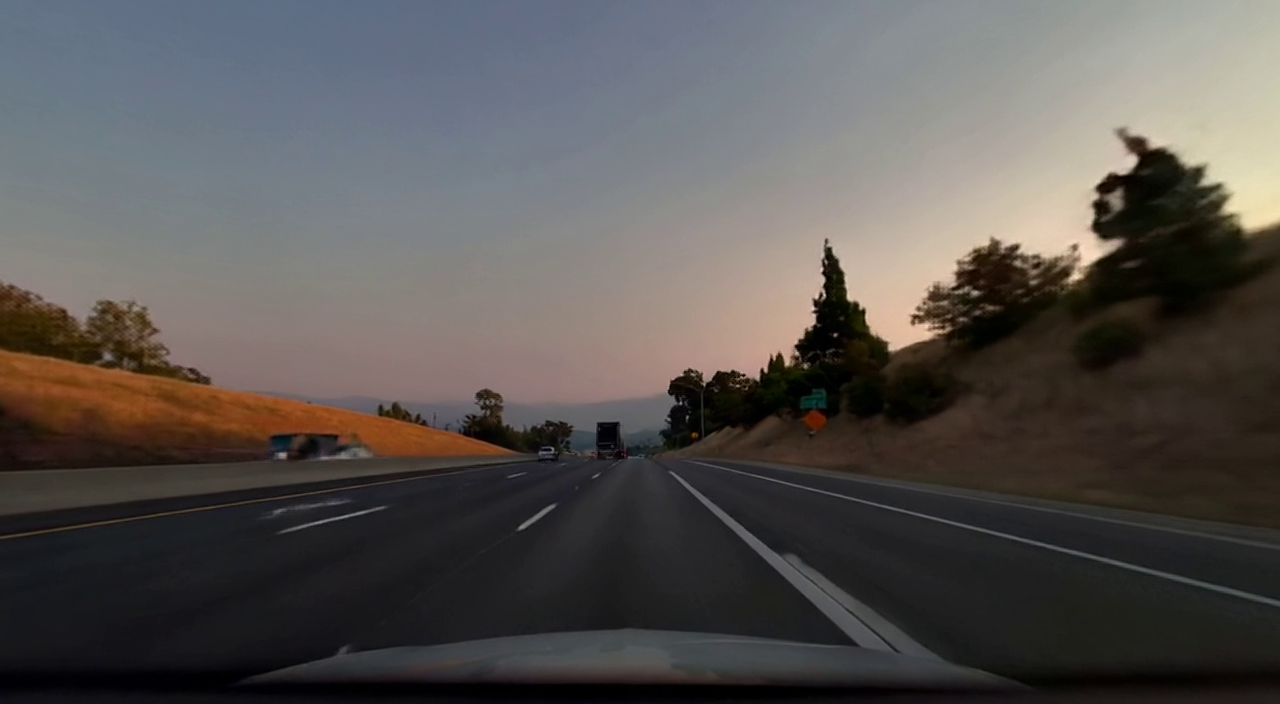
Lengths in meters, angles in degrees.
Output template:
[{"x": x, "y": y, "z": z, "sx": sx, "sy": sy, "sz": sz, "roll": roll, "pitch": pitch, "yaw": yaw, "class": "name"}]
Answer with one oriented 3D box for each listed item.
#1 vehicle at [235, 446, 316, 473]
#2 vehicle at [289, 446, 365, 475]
[{"x": -25.112, "y": 7.392, "z": 43.766, "sx": 2.211, "sy": 1.716, "sz": 5.927, "roll": 0, "pitch": -8, "yaw": -2, "class": "vehicle"}, {"x": -17.580, "y": 6.085, "z": 35.686, "sx": 1.920, "sy": 1.472, "sz": 4.734, "roll": 0, "pitch": -8, "yaw": 0, "class": "vehicle"}]
